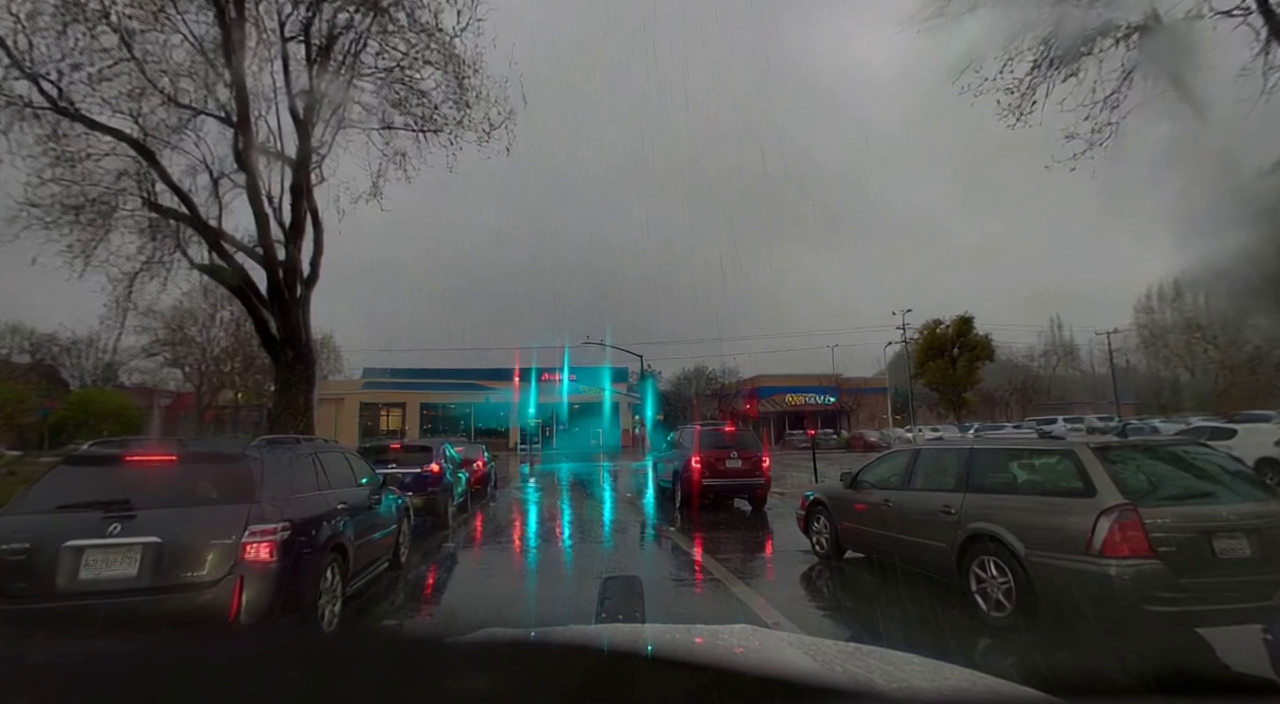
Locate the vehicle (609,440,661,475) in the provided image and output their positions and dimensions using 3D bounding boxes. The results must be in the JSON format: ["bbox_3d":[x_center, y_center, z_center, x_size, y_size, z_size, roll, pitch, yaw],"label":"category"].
[{"bbox_3d":[-0.308,4.828,29.184,1.910,1.493,4.490,1,-8,-7],"label":"vehicle"}]

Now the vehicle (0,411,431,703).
[{"bbox_3d":[-2.881,1.342,5.063,1.968,1.497,4.286,2,-9,-15],"label":"vehicle"}]

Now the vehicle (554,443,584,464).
[{"bbox_3d":[-5.264,7.410,46.409,2.095,1.473,4.301,1,-8,-7],"label":"vehicle"}]

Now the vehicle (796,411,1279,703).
[{"bbox_3d":[3.161,1.396,5.494,1.904,1.494,4.864,1,-8,-6],"label":"vehicle"}]

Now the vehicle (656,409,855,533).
[{"bbox_3d":[1.907,2.285,12.822,2.324,1.907,5.634,1,-8,-7],"label":"vehicle"}]

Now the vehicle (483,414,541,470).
[{"bbox_3d":[-8.230,5.929,41.563,2.820,3.263,7.986,1,-8,-5],"label":"vehicle"}]
